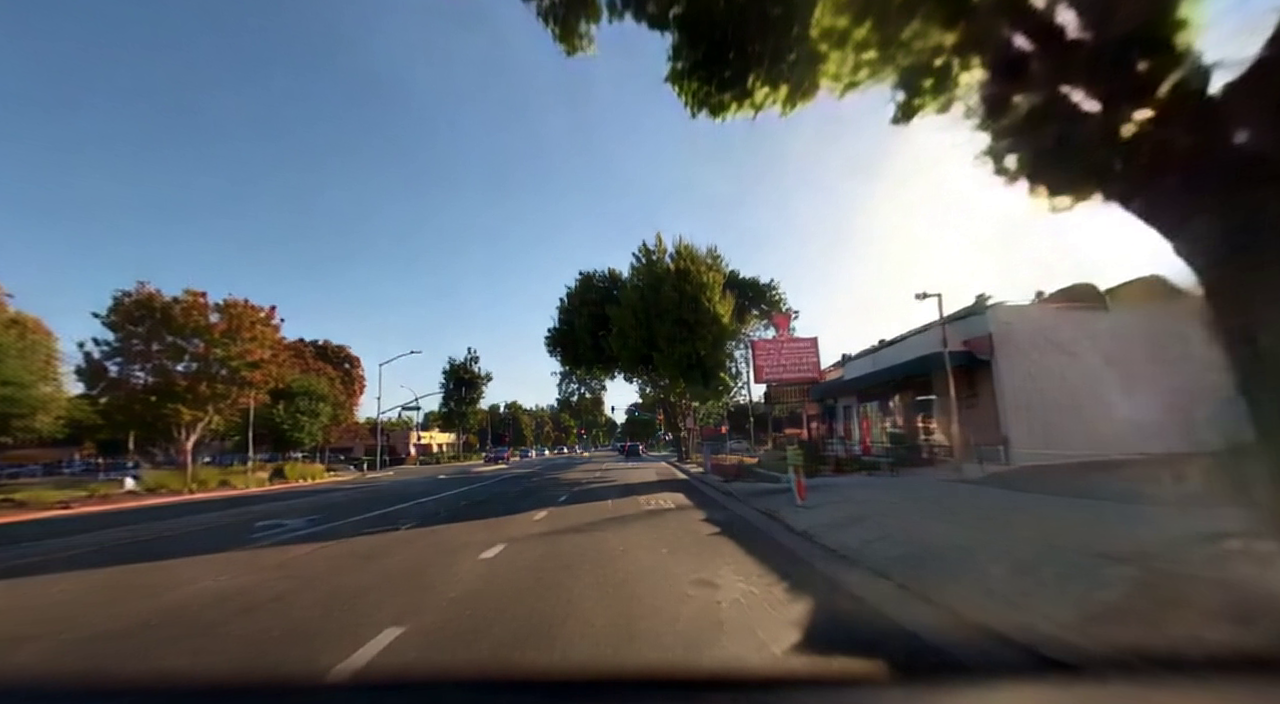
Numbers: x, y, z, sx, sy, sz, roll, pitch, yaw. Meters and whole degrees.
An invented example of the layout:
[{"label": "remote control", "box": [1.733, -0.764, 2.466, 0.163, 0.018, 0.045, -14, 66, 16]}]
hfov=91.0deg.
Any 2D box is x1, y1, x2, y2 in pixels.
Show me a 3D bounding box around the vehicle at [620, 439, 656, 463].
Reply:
[{"label": "vehicle", "box": [-0.059, 7.279, 46.276, 2.191, 1.607, 4.361, -1, -9, 6]}]
